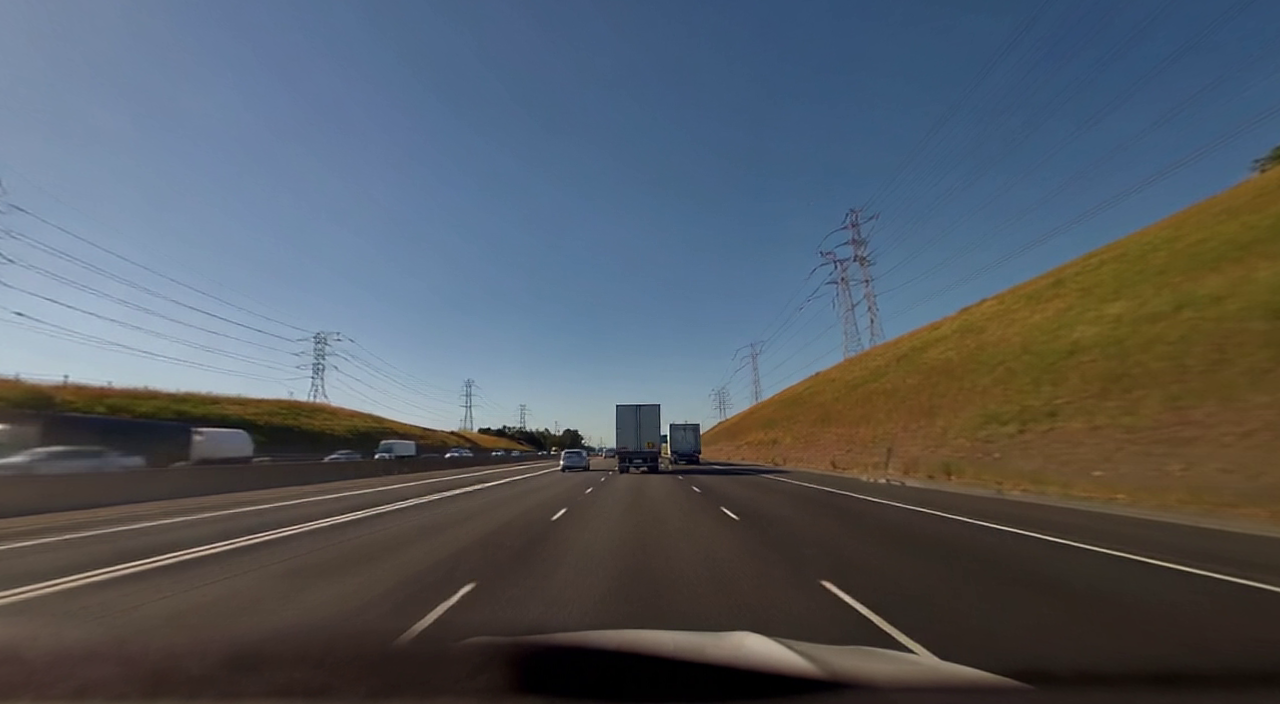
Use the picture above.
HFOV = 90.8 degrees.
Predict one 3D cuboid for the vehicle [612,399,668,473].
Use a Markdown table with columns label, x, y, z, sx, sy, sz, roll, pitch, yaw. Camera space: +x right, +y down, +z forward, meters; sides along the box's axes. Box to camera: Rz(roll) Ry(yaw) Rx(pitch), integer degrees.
| label | x | y | z | sx | sy | sz | roll | pitch | yaw |
| --- | --- | --- | --- | --- | --- | --- | --- | --- | --- |
| vehicle | 0.029 | 5.394 | 39.894 | 2.985 | 4.025 | 10.982 | 0 | -9 | 0 |

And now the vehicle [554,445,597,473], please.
| label | x | y | z | sx | sy | sz | roll | pitch | yaw |
| --- | --- | --- | --- | --- | --- | --- | --- | --- | --- |
| vehicle | -3.806 | 6.392 | 37.968 | 2.128 | 1.533 | 4.694 | 0 | -9 | 0 |
